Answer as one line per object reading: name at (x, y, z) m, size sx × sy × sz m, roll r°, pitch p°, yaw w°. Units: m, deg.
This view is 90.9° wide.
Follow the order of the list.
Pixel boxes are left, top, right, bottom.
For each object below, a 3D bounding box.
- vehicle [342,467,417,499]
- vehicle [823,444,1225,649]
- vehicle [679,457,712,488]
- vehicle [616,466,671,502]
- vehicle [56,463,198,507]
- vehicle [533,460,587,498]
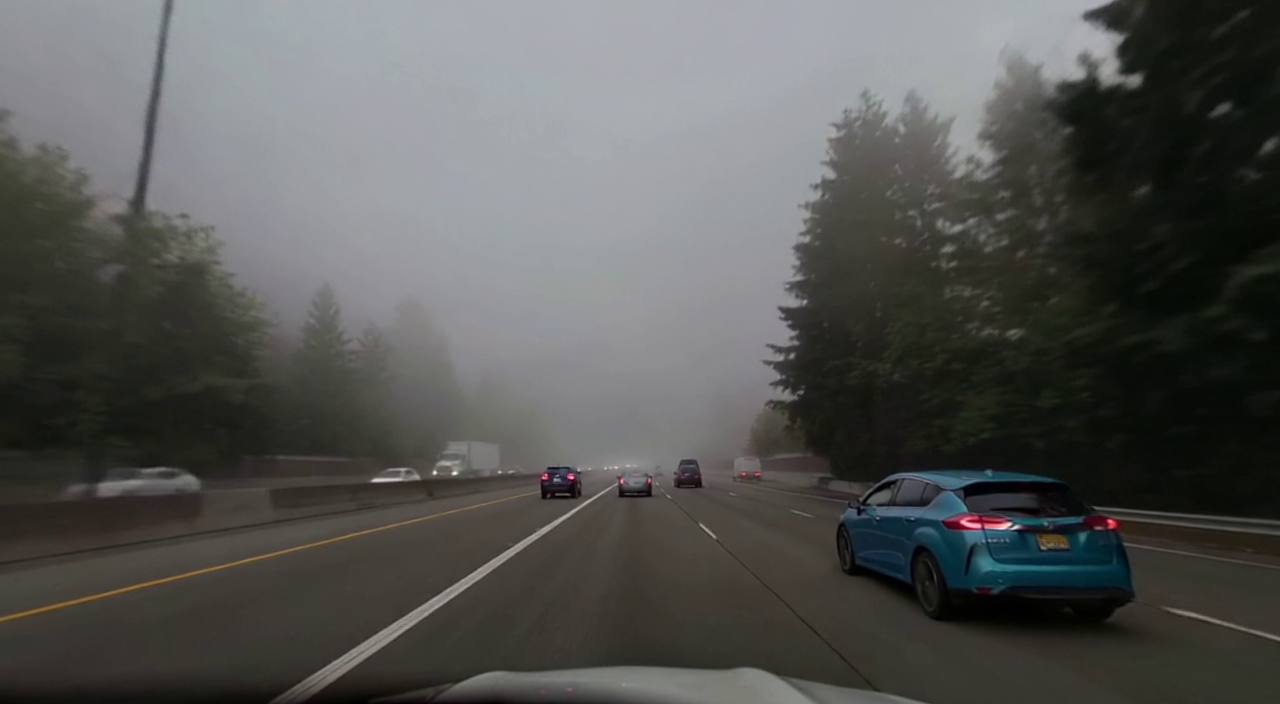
vehicle at (-13.771, 6.944, 33.646) m, size 1.960 × 1.494 × 4.650 m, roll 1°, pitch -10°, yaw 1°
vehicle at (3.586, 1.881, 6.915) m, size 1.938 × 1.561 × 3.786 m, roll 1°, pitch -10°, yaw -1°
vehicle at (4.116, 8.986, 47.082) m, size 2.030 × 2.172 × 3.621 m, roll 1°, pitch -10°, yaw -1°
vehicle at (0.143, 5.832, 28.007) m, size 2.241 × 1.425 × 3.973 m, roll 1°, pitch -10°, yaw 0°
vehicle at (-20.060, 5.208, 24.926) m, size 1.916 × 1.548 × 4.320 m, roll 1°, pitch -10°, yaw 0°
vehicle at (-3.871, 6.277, 31.353) m, size 2.021 × 1.706 × 4.247 m, roll 1°, pitch -10°, yaw 1°
